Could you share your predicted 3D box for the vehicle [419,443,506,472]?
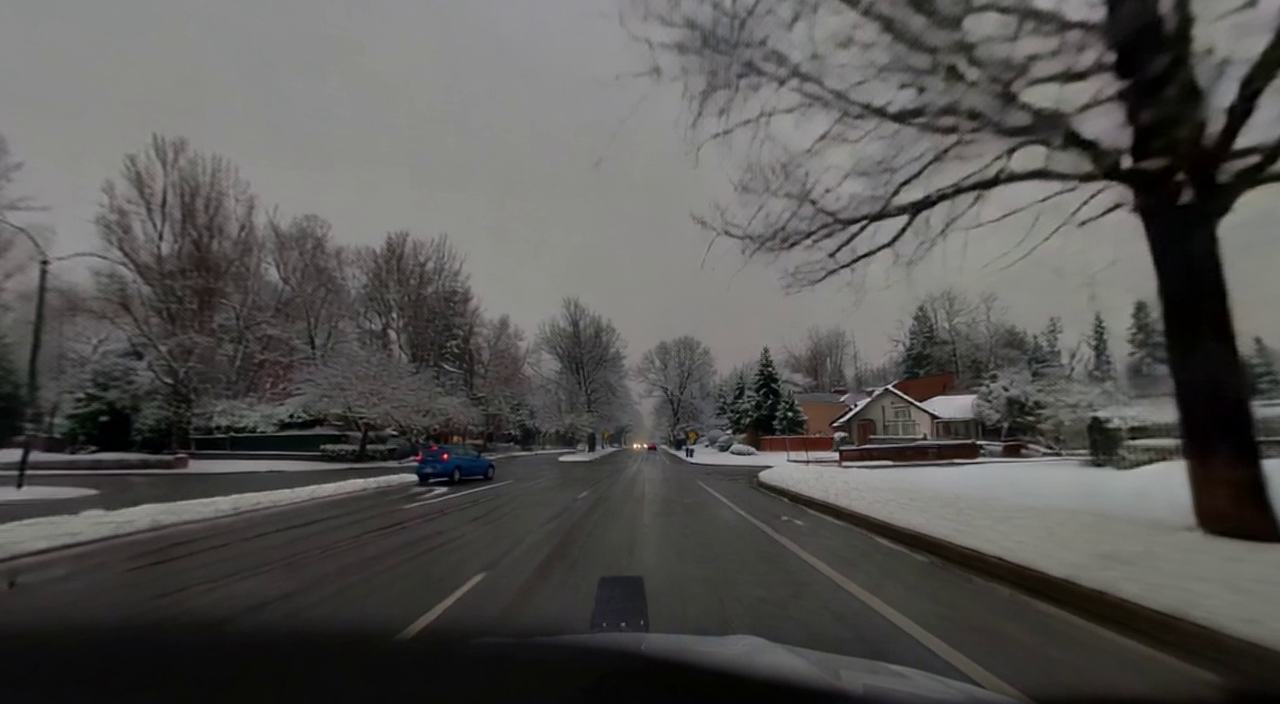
[{"bbox_3d":[-11.025,6.539,39.142,4.788,1.666,2.170,5,-10,-26],"label":"vehicle"}]
